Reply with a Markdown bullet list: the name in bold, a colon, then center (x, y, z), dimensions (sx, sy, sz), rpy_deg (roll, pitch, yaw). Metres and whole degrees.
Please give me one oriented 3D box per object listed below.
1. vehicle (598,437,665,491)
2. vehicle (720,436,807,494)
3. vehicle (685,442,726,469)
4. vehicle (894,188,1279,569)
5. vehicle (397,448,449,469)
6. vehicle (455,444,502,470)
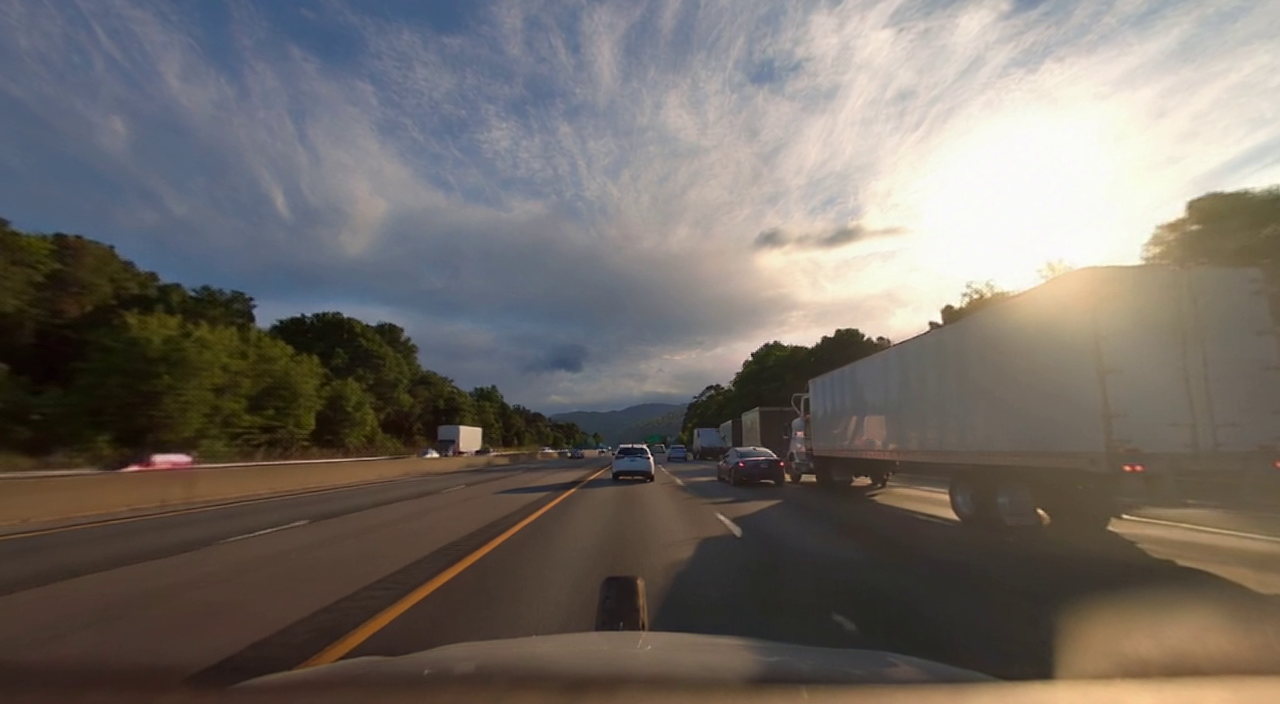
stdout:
- **vehicle**: center (-0.242, 3.682, 20.976), dimensions (2.023, 1.618, 3.628), rpy_deg (0, -9, 0)
- **vehicle**: center (3.728, 3.493, 19.752), dimensions (1.920, 1.594, 3.867), rpy_deg (0, -9, -1)
- **vehicle**: center (4.157, 6.609, 40.474), dimensions (2.150, 1.632, 4.260), rpy_deg (0, -9, 0)
- **vehicle**: center (7.604, 0.829, 10.877), dimensions (2.823, 4.063, 8.485), rpy_deg (0, -9, 0)
- **vehicle**: center (-15.674, 7.723, 45.826), dimensions (1.932, 1.433, 4.529), rpy_deg (-1, -9, 3)
- **vehicle**: center (-11.280, 7.354, 44.287), dimensions (2.074, 1.655, 4.124), rpy_deg (-1, -9, 2)
